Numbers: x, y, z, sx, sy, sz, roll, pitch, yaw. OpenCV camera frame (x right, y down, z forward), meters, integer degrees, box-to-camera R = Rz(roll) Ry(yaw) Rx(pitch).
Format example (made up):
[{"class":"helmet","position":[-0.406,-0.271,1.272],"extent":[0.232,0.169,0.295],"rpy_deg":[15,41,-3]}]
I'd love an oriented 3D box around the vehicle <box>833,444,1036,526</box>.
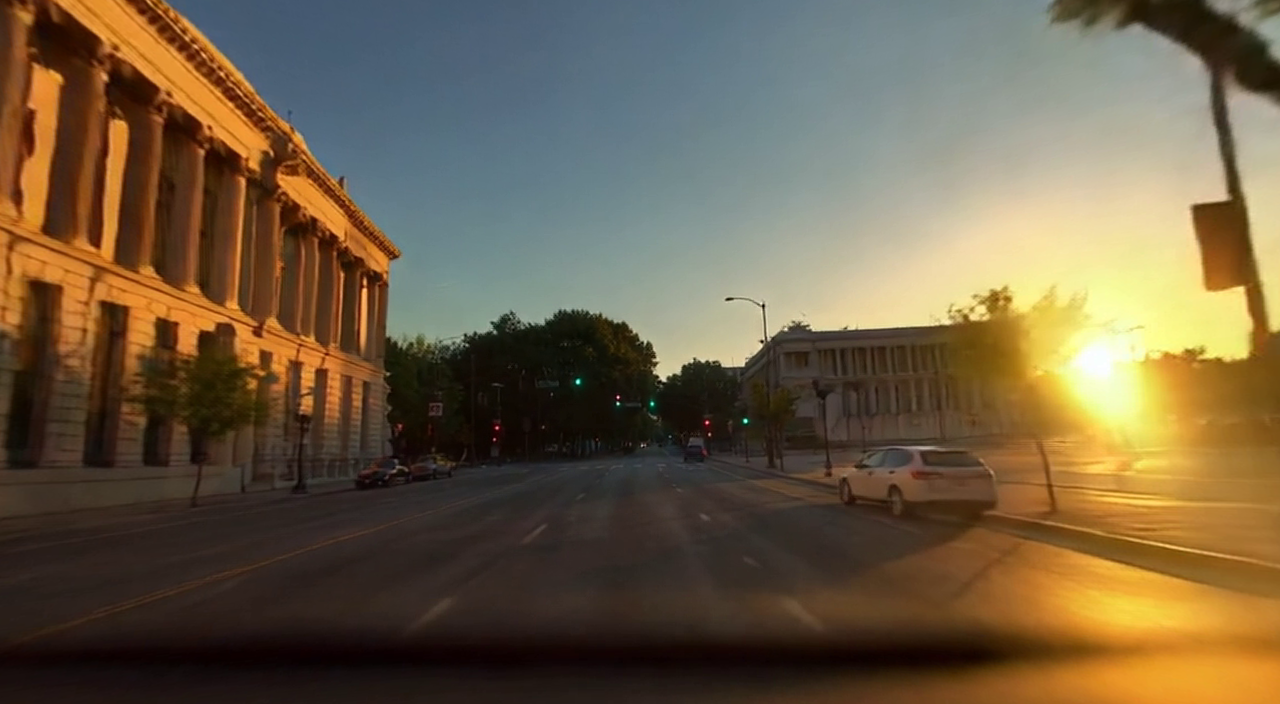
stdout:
[{"class":"vehicle","position":[6.014,2.729,13.729],"extent":[2.091,1.445,4.678],"rpy_deg":[0,-8,-1]}]

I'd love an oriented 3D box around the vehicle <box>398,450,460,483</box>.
[{"class":"vehicle","position":[-12.759,6.909,38.525],"extent":[2.011,1.668,5.474],"rpy_deg":[-3,-8,-1]}]

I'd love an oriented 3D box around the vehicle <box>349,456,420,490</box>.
[{"class":"vehicle","position":[-12.569,5.970,31.389],"extent":[1.767,1.455,4.389],"rpy_deg":[0,-8,0]}]

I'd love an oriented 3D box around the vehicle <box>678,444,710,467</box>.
[{"class":"vehicle","position":[3.913,7.348,44.995],"extent":[2.085,1.530,4.125],"rpy_deg":[-1,-8,7]}]
